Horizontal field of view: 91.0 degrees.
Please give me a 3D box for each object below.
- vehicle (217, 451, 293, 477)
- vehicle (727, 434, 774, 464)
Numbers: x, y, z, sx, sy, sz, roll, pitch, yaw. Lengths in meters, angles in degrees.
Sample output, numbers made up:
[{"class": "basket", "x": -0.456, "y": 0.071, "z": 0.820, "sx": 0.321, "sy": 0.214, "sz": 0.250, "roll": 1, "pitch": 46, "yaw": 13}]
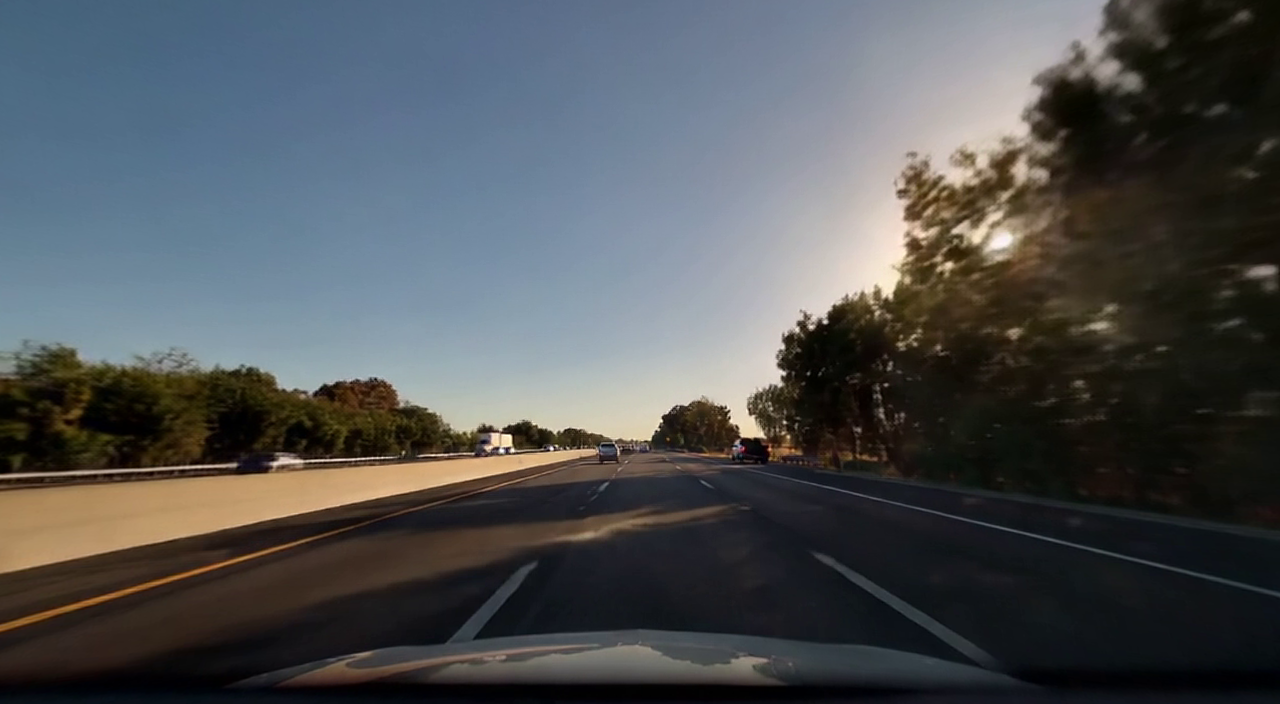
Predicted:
[{"class": "vehicle", "x": -24.625, "y": 7.172, "z": 40.482, "sx": 1.877, "sy": 1.531, "sz": 4.712, "roll": 0, "pitch": -9, "yaw": 0}, {"class": "vehicle", "x": 8.310, "y": 7.395, "z": 48.029, "sx": 2.440, "sy": 2.132, "sz": 6.219, "roll": 0, "pitch": -9, "yaw": 0}]
